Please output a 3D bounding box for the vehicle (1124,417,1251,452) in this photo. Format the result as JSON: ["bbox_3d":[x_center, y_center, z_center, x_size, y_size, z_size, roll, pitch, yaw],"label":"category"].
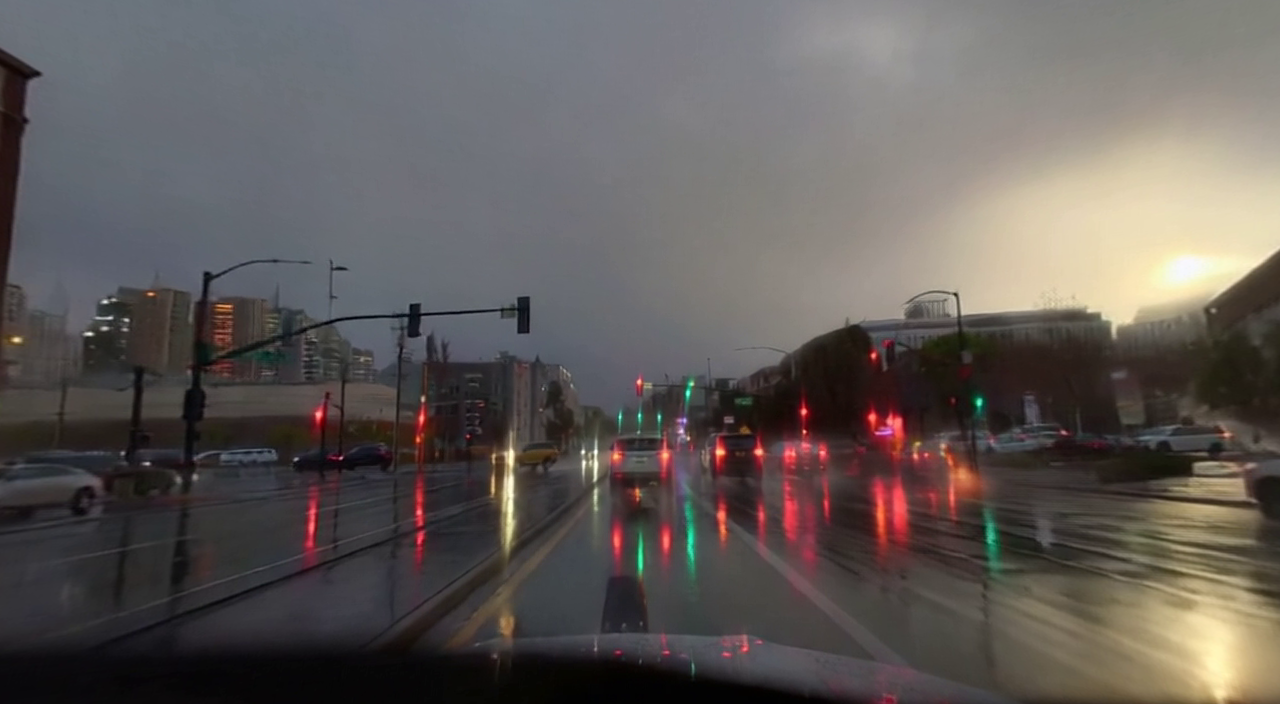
[{"bbox_3d":[25.869,3.995,30.081,1.812,1.419,4.725,-3,-9,0],"label":"vehicle"}]

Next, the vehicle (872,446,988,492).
[{"bbox_3d":[10.013,4.030,22.215,1.863,1.426,4.494,0,-8,-1],"label":"vehicle"}]

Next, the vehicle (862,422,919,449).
[{"bbox_3d":[18.792,6.316,47.597,2.123,1.884,5.170,0,-8,0],"label":"vehicle"}]

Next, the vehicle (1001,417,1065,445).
[{"bbox_3d":[29.554,5.910,47.588,1.913,1.651,4.727,3,-3,2],"label":"vehicle"}]

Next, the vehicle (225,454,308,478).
[{"bbox_3d":[-24.921,7.636,42.225,4.317,1.503,1.919,1,-8,-7],"label":"vehicle"}]

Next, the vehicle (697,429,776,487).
[{"bbox_3d":[3.498,3.972,23.960,2.115,1.932,5.189,0,-8,-1],"label":"vehicle"}]

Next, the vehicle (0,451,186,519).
[{"bbox_3d":[-15.927,3.693,18.164,2.096,1.416,4.885,1,-6,0],"label":"vehicle"}]

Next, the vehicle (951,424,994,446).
[{"bbox_3d":[24.672,6.151,46.885,1.422,1.496,3.318,1,-6,1],"label":"vehicle"}]

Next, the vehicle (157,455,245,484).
[{"bbox_3d":[-27.138,7.264,39.125,3.892,1.541,2.031,4,-8,-13],"label":"vehicle"}]

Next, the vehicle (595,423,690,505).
[{"bbox_3d":[0.030,2.890,16.729,2.157,1.863,4.665,0,-8,0],"label":"vehicle"}]

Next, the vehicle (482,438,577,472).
[{"bbox_3d":[-6.272,5.877,36.130,4.827,1.856,2.291,-2,-8,13],"label":"vehicle"}]

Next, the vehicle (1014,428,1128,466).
[{"bbox_3d":[19.037,4.256,28.163,1.735,1.417,4.476,-3,-9,-2],"label":"vehicle"}]
